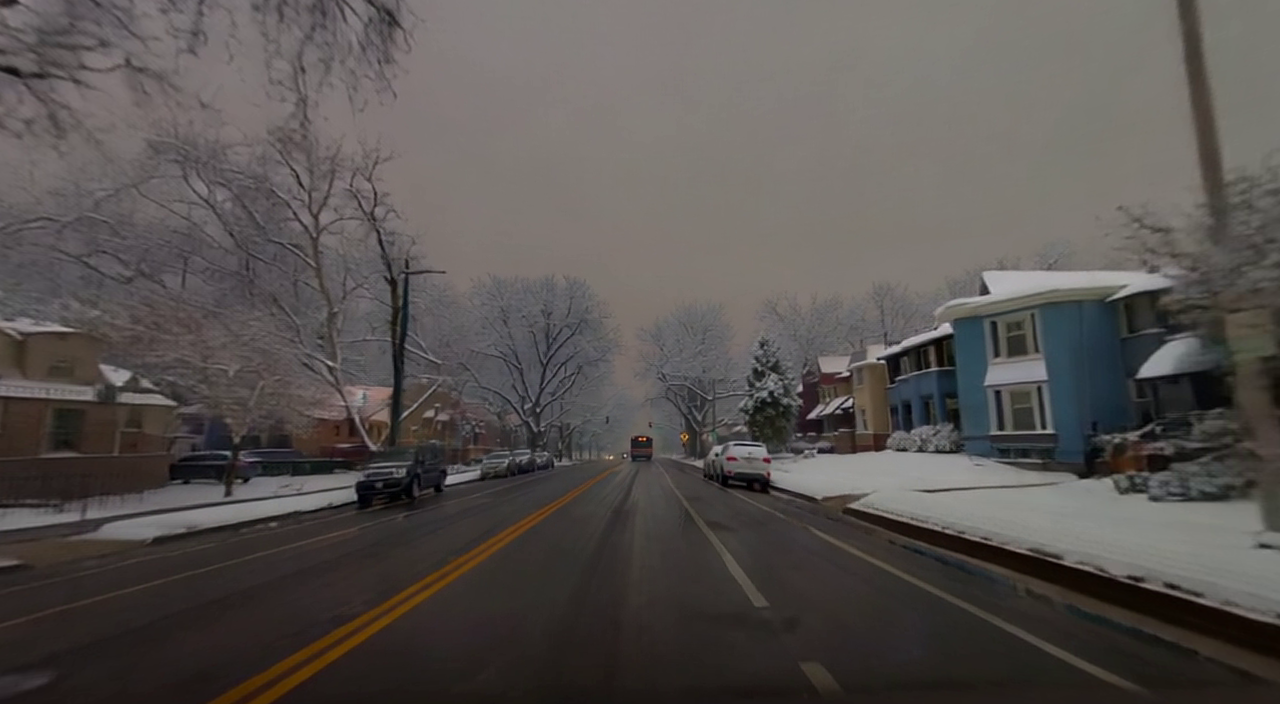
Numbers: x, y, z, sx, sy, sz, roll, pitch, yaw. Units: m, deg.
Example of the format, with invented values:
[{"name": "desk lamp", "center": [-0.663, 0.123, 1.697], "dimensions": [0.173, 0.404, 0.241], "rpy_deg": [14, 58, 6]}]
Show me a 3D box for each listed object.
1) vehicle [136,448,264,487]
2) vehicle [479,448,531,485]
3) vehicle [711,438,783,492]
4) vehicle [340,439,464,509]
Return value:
[{"name": "vehicle", "center": [-19.811, 5.195, 28.586], "dimensions": [4.197, 1.659, 2.059], "rpy_deg": [0, -8, 0]}, {"name": "vehicle", "center": [-7.700, 6.526, 36.439], "dimensions": [1.898, 1.755, 4.603], "rpy_deg": [-5, -8, 0]}, {"name": "vehicle", "center": [4.332, 4.661, 26.343], "dimensions": [2.060, 1.833, 4.927], "rpy_deg": [5, -9, 1]}, {"name": "vehicle", "center": [-7.953, 4.071, 21.733], "dimensions": [2.094, 1.840, 5.450], "rpy_deg": [-6, -8, 0]}]
